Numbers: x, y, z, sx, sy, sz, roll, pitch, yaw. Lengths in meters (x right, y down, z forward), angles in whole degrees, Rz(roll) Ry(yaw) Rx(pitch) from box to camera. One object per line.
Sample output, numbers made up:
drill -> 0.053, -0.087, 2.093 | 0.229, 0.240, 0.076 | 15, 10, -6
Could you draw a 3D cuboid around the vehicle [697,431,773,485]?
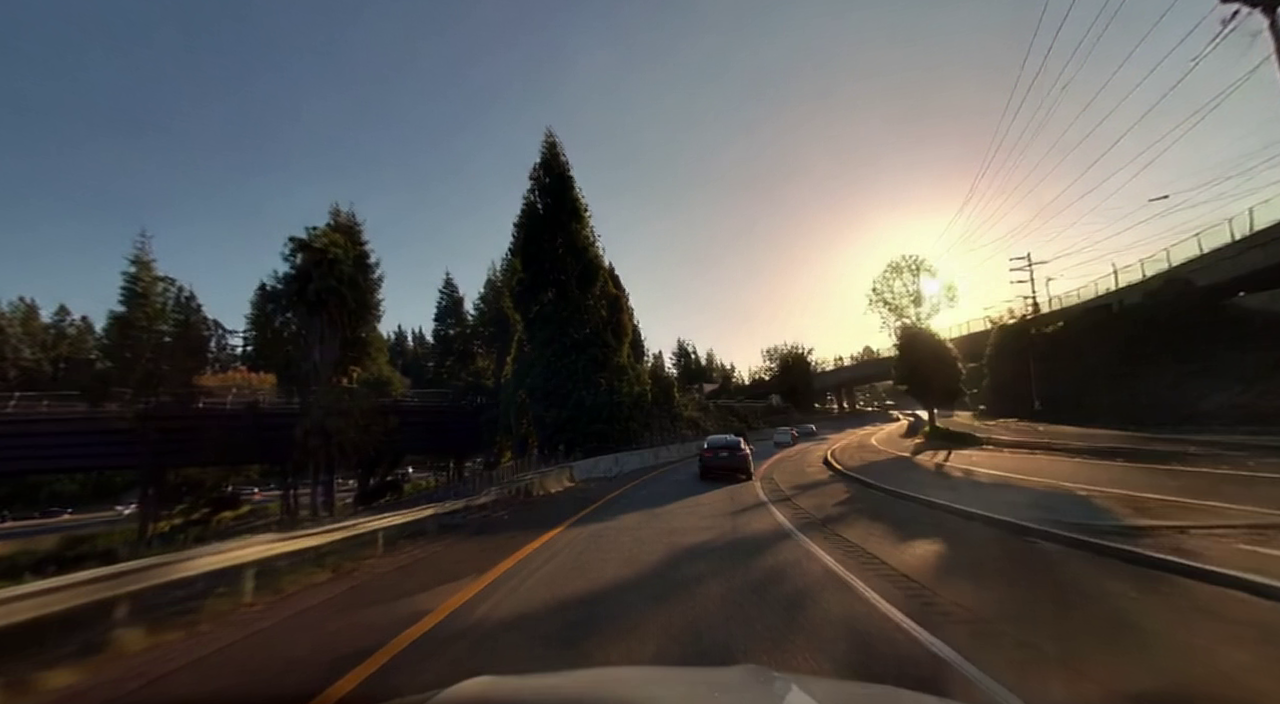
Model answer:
vehicle -> 2.959, 3.294, 19.790 | 2.091, 1.482, 4.321 | -1, -8, 8
